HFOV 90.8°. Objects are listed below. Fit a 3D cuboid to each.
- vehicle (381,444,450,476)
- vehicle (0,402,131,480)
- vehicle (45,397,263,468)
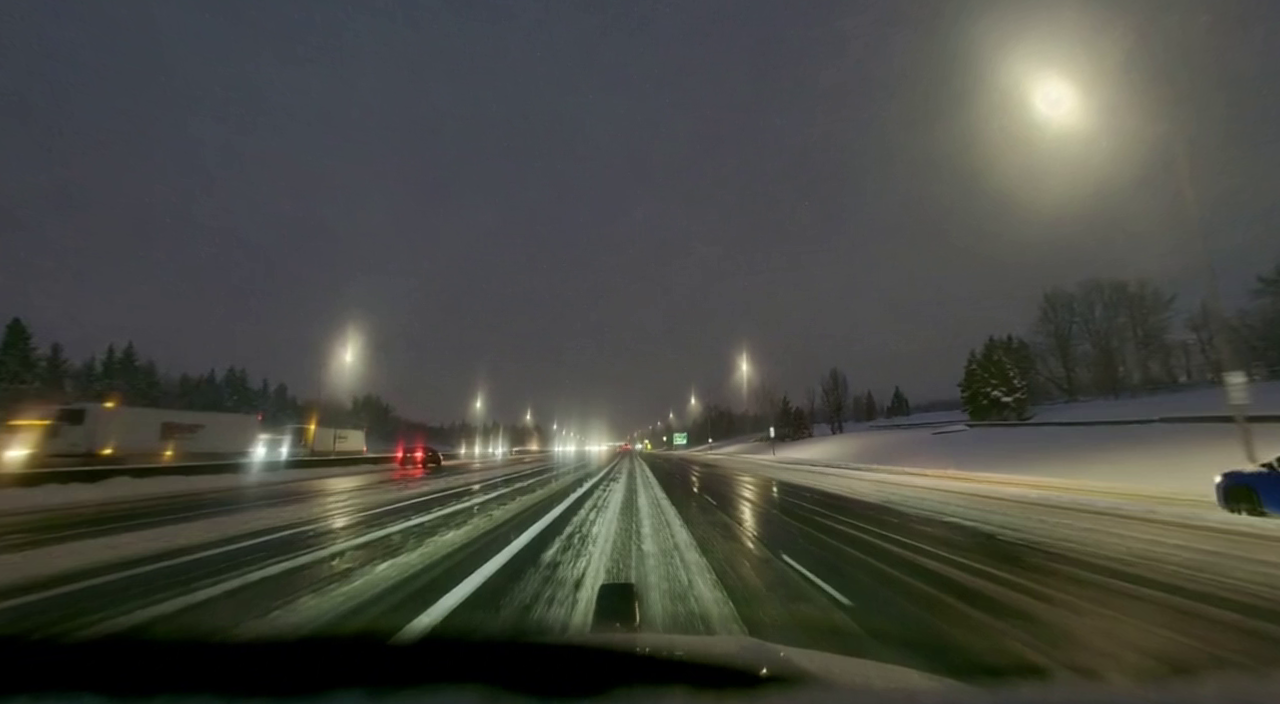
[{"bbox_3d":[-11.243,5.425,31.983,1.921,1.452,4.429,0,-9,0],"label":"vehicle"},{"bbox_3d":[-34.248,5.128,36.255,3.017,3.954,8.238,0,-9,0],"label":"vehicle"},{"bbox_3d":[-34.412,6.379,46.665,2.899,4.057,16.924,-1,-11,-1],"label":"vehicle"}]
